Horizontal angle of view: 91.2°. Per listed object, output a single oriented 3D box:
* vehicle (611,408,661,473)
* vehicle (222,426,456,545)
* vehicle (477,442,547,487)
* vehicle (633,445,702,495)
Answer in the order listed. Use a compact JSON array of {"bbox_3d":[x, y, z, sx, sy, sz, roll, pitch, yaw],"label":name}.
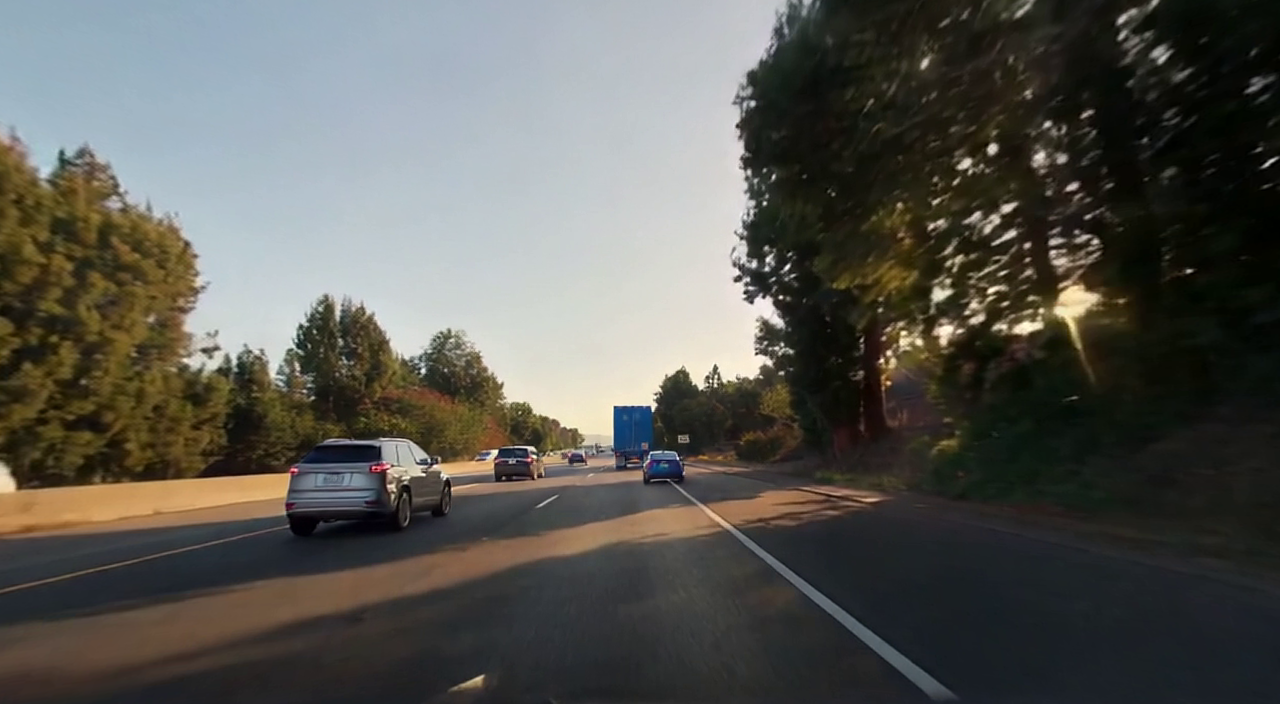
[{"bbox_3d":[-0.520,6.383,44.857,3.113,4.066,10.786,0,-9,-3],"label":"vehicle"},{"bbox_3d":[-4.924,2.230,11.083,2.100,1.671,4.105,0,-9,0],"label":"vehicle"},{"bbox_3d":[-5.182,4.616,25.959,2.035,1.664,4.064,0,-9,0],"label":"vehicle"},{"bbox_3d":[0.824,3.943,21.318,2.026,1.489,4.045,0,-9,-2],"label":"vehicle"}]
